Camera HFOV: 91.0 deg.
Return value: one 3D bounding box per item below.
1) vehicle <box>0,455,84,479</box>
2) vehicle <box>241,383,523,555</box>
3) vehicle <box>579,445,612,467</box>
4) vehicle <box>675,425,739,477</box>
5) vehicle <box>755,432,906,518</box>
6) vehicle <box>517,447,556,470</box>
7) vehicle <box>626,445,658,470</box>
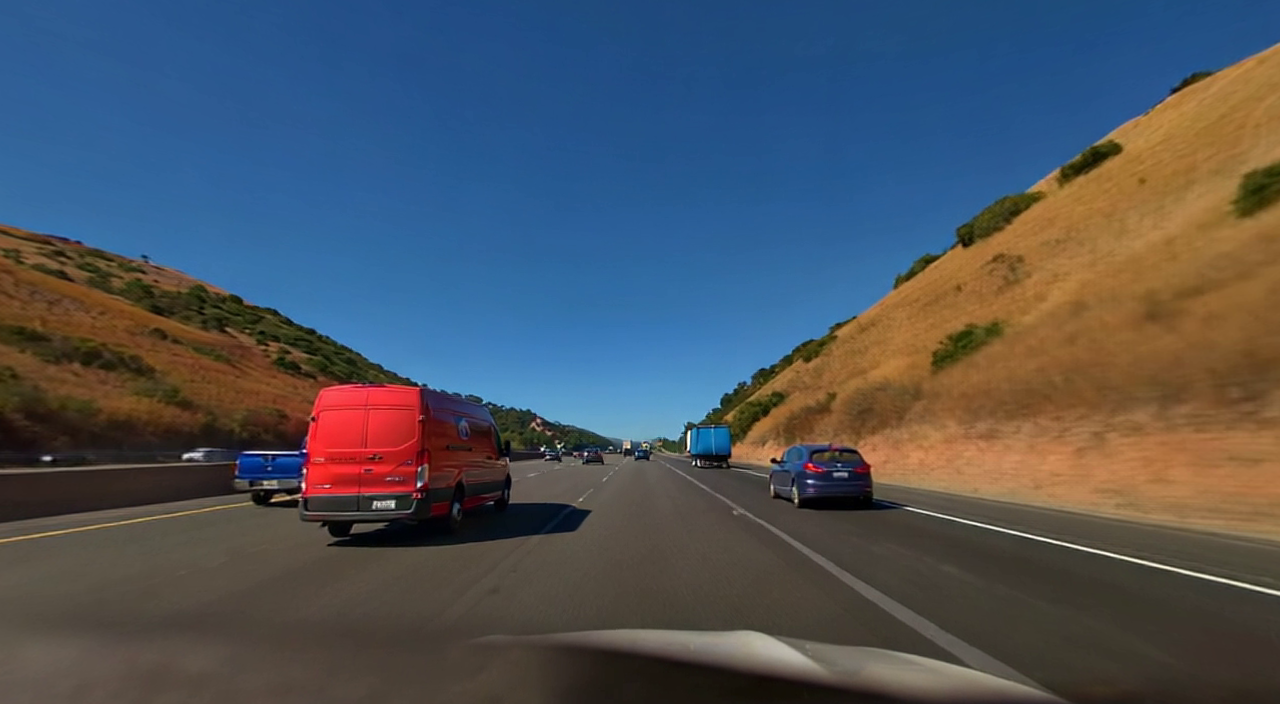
[{"bbox_3d":[-42.409,8.119,44.664,1.752,1.502,4.483,0,-9,0],"label":"vehicle"},{"bbox_3d":[-3.852,1.942,11.045,2.421,2.203,5.775,0,-9,1],"label":"vehicle"},{"bbox_3d":[-3.312,7.784,47.199,2.138,1.581,4.340,0,-9,0],"label":"vehicle"},{"bbox_3d":[3.783,5.879,37.358,2.877,2.730,7.831,0,-9,-1],"label":"vehicle"},{"bbox_3d":[3.995,2.658,14.064,2.051,1.598,4.145,0,-9,0],"label":"vehicle"},{"bbox_3d":[-7.338,7.568,44.925,2.021,1.500,4.512,0,-9,0],"label":"vehicle"},{"bbox_3d":[0.134,6.954,41.715,2.014,1.543,3.804,0,-9,-1],"label":"vehicle"}]
